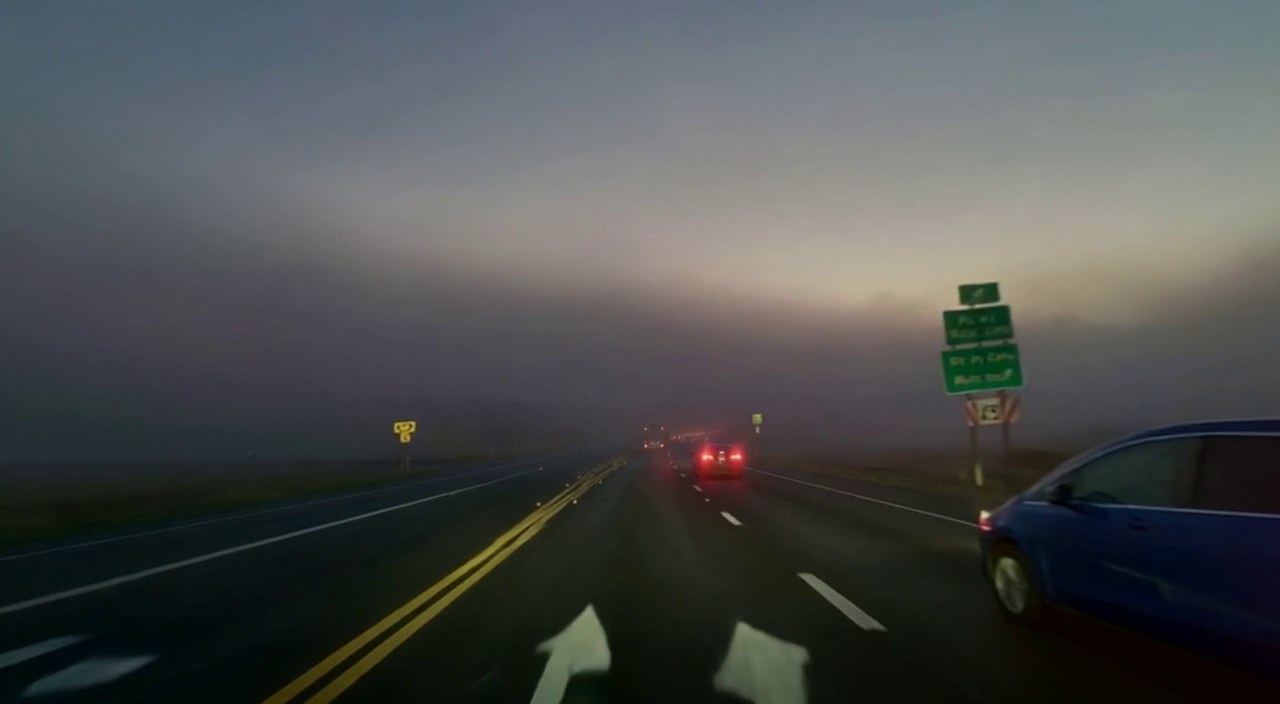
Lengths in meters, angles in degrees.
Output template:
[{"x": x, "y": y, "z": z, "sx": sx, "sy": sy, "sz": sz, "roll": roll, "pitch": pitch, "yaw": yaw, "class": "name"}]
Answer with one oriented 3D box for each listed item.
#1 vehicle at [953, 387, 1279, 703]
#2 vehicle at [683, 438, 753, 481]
[{"x": 3.601, "y": 1.004, "z": 3.161, "sx": 2.007, "sy": 1.534, "sz": 3.976, "roll": 0, "pitch": -8, "yaw": 0, "class": "vehicle"}, {"x": 2.939, "y": 4.156, "z": 24.690, "sx": 2.026, "sy": 1.531, "sz": 4.273, "roll": 0, "pitch": -8, "yaw": -2, "class": "vehicle"}]
